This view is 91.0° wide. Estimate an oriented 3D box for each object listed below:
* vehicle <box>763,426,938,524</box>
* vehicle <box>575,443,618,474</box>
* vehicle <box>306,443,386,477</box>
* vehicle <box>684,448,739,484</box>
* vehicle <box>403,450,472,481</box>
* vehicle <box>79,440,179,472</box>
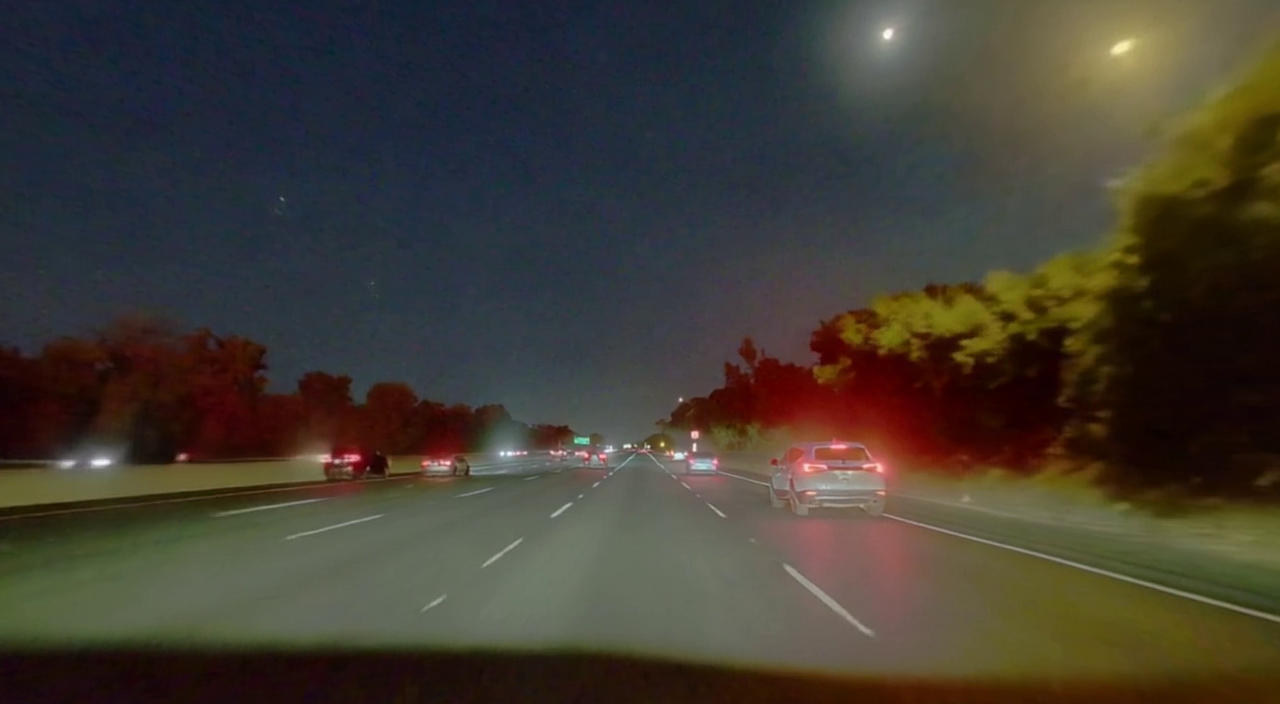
[{"bbox_3d":[4.361,2.638,14.074,2.218,1.776,4.807,0,-9,0],"label":"vehicle"},{"bbox_3d":[-2.830,7.118,42.472,2.449,1.929,5.503,0,-9,0],"label":"vehicle"},{"bbox_3d":[-16.740,6.153,36.201,2.181,1.819,4.830,0,-9,1],"label":"vehicle"},{"bbox_3d":[3.282,5.314,29.751,2.126,1.529,4.438,0,-9,0],"label":"vehicle"},{"bbox_3d":[-10.366,5.803,32.588,1.974,1.472,4.684,0,-9,1],"label":"vehicle"},{"bbox_3d":[-35.584,7.244,44.133,2.349,2.076,5.394,0,-9,1],"label":"vehicle"}]
